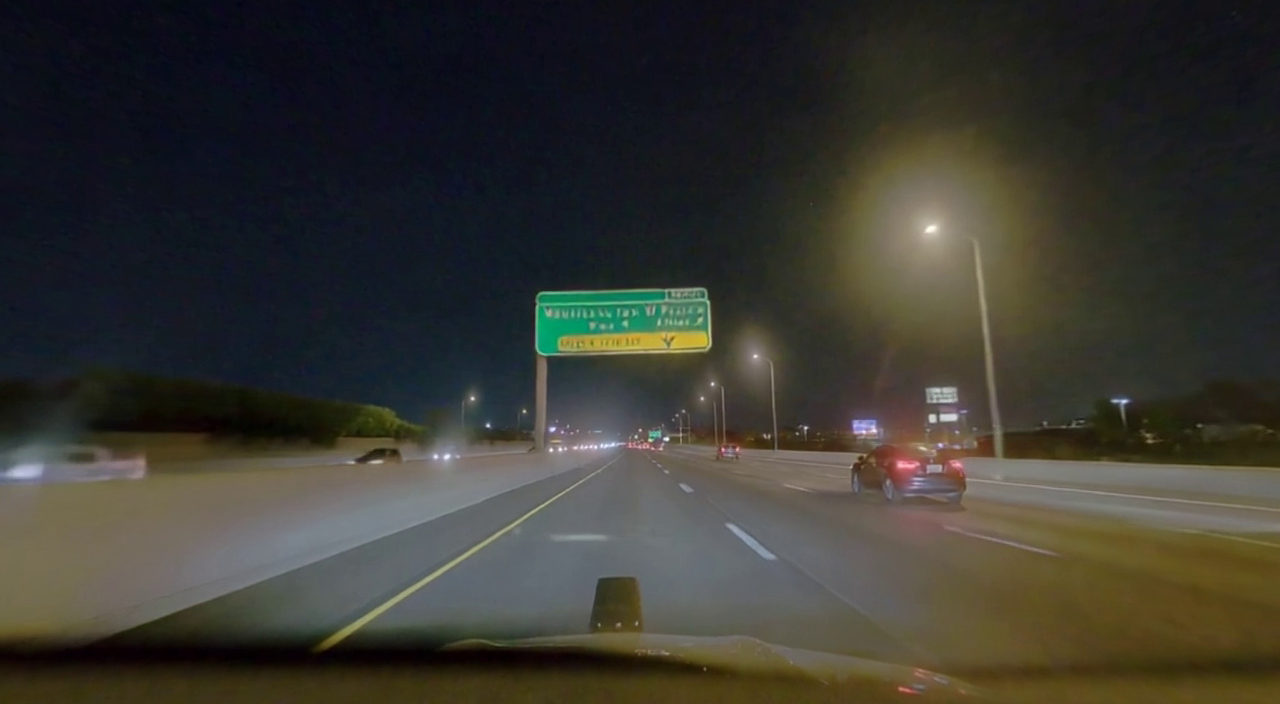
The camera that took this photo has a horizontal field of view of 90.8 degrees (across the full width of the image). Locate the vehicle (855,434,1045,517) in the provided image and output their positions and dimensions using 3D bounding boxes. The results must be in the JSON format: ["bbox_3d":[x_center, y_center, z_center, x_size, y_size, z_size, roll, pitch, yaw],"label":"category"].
[{"bbox_3d":[6.723,2.714,14.442,1.901,1.548,4.684,0,-9,-1],"label":"vehicle"}]

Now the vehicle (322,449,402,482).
[{"bbox_3d":[-13.972,5.720,32.101,2.010,1.519,4.460,0,-9,1],"label":"vehicle"}]

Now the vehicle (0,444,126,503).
[{"bbox_3d":[-21.098,4.132,21.861,2.056,1.840,5.342,0,-9,0],"label":"vehicle"}]
